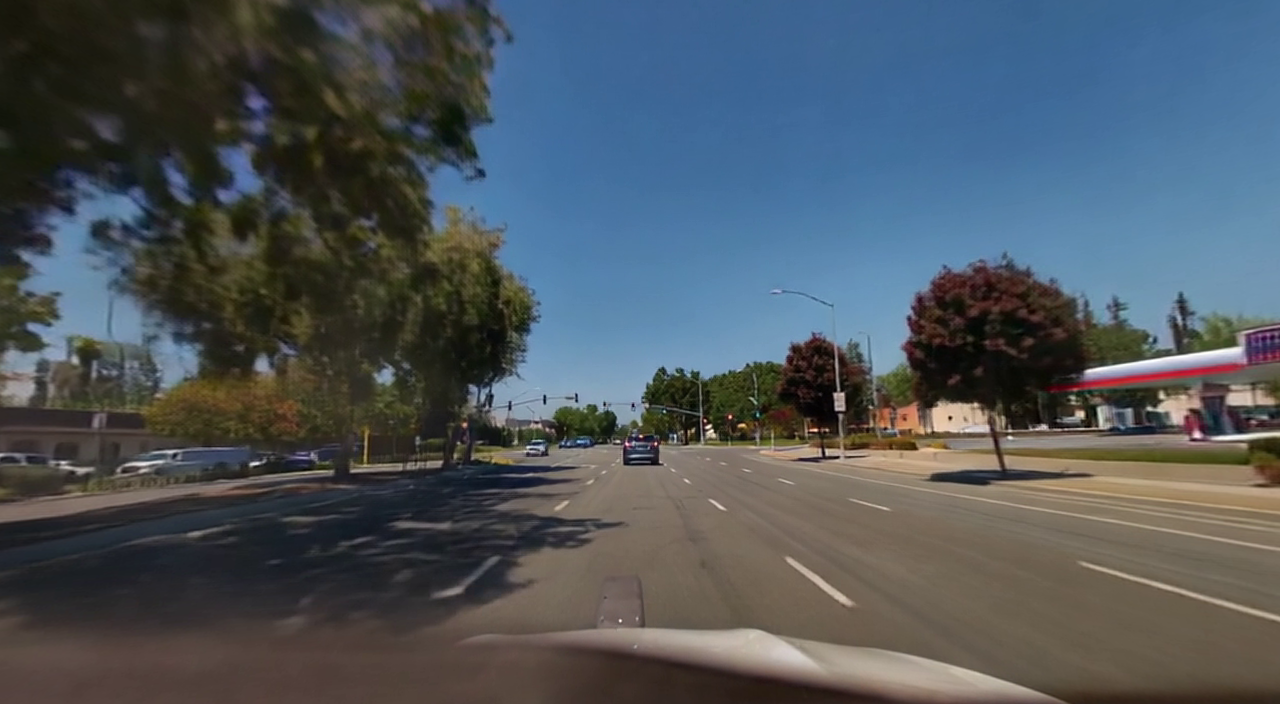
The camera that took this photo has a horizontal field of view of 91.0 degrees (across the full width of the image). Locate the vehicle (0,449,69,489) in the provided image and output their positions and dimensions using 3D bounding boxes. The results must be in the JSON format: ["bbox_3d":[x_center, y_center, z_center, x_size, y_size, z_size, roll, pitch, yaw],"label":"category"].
[{"bbox_3d":[-28.704,5.305,28.845,4.749,1.666,1.859,-4,-9,24],"label":"vehicle"}]

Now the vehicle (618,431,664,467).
[{"bbox_3d":[0.031,4.968,32.359,2.213,1.715,4.242,0,-8,-1],"label":"vehicle"}]
